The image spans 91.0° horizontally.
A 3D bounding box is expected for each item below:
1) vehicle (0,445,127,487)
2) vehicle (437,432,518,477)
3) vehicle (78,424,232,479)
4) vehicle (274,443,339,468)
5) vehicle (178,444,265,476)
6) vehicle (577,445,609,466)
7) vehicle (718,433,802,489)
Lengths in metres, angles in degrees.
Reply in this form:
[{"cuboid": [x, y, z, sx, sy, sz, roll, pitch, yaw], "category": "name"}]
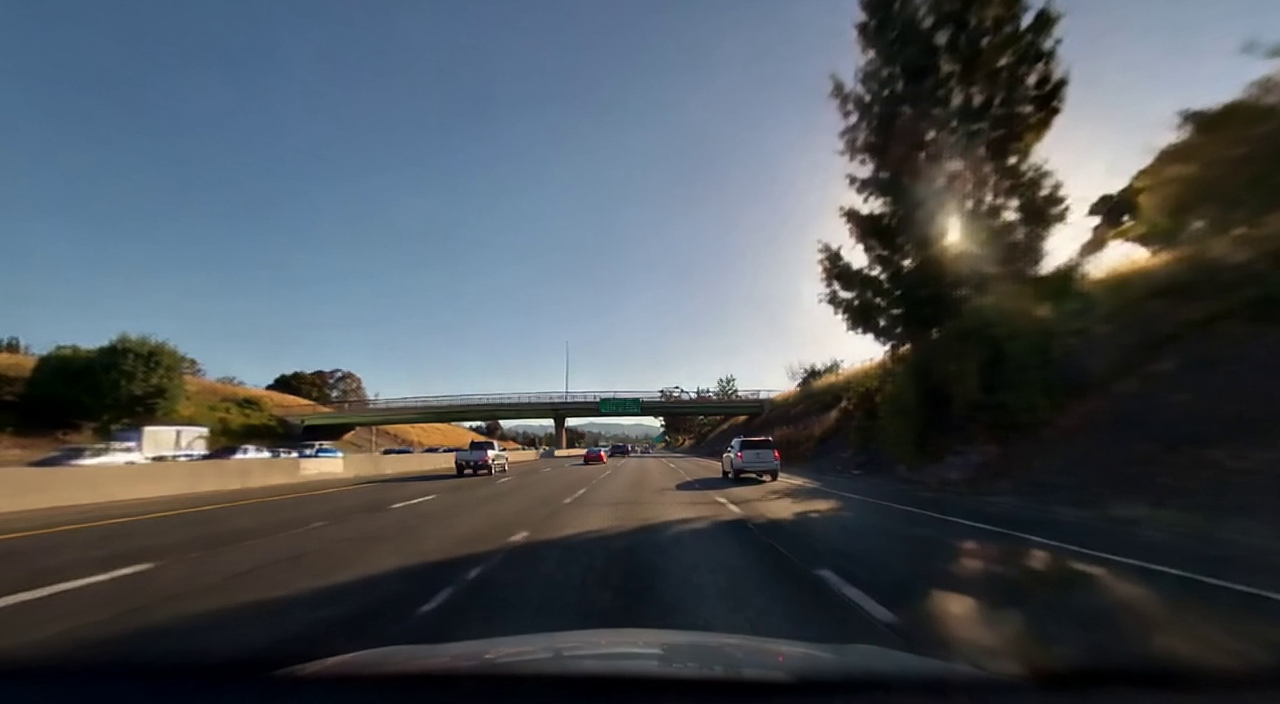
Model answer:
[{"cuboid": [-25.418, 4.891, 27.456, 1.980, 1.634, 4.800, 0, -9, 0], "category": "vehicle"}, {"cuboid": [-7.711, 4.958, 30.563, 2.341, 1.959, 5.684, 0, -9, 1], "category": "vehicle"}, {"cuboid": [-33.044, 6.863, 43.637, 2.868, 3.365, 9.661, 0, -9, 0], "category": "vehicle"}, {"cuboid": [-25.206, 7.854, 47.843, 2.090, 1.746, 5.035, 0, -9, 0], "category": "vehicle"}, {"cuboid": [-25.458, 6.568, 38.539, 2.032, 1.772, 4.753, 0, -9, 0], "category": "vehicle"}, {"cuboid": [-3.523, 7.908, 48.290, 2.067, 1.528, 4.551, 0, -9, 1], "category": "vehicle"}, {"cuboid": [4.012, 3.721, 21.842, 1.990, 1.735, 4.276, 0, -9, -1], "category": "vehicle"}]
